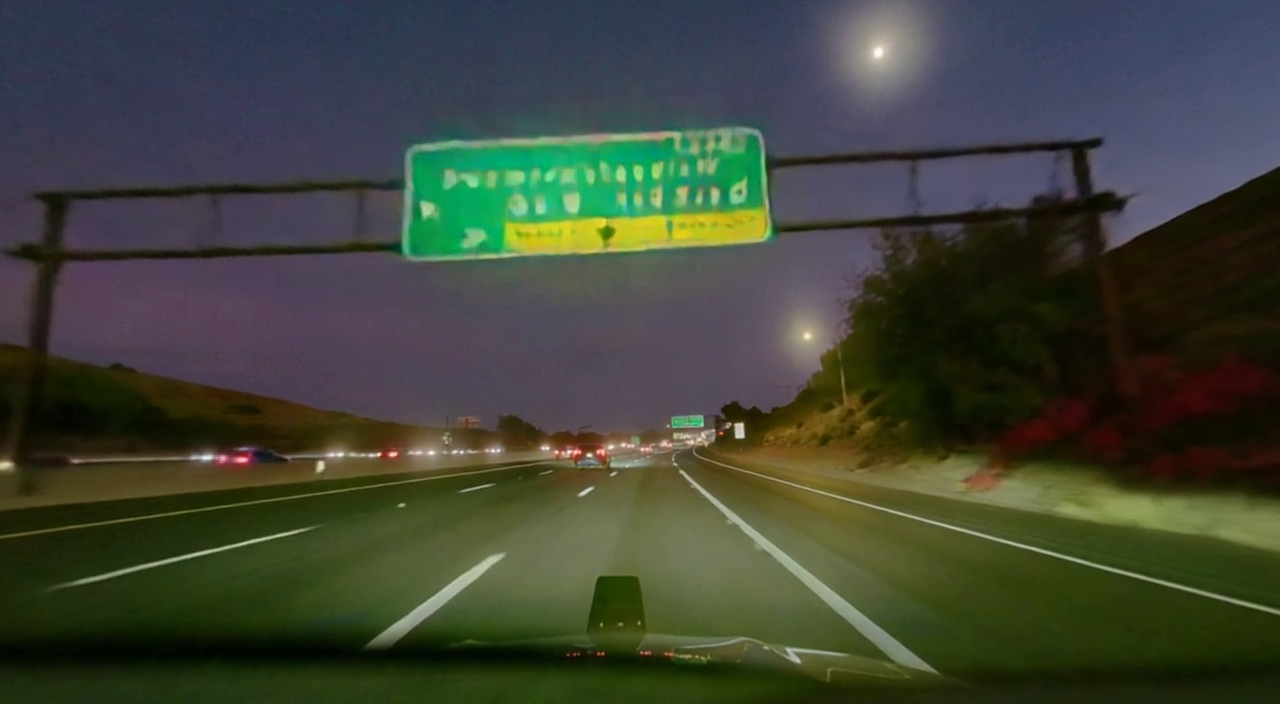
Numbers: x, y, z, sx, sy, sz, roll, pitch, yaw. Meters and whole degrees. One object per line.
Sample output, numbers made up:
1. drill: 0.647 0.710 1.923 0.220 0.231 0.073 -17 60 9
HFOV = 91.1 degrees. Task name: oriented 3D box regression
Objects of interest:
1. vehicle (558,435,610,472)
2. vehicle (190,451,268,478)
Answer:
1. vehicle: -3.086 5.769 35.862 2.413 1.896 5.218 0 -8 1
2. vehicle: -27.275 7.453 41.831 2.016 1.671 4.537 0 -8 2
